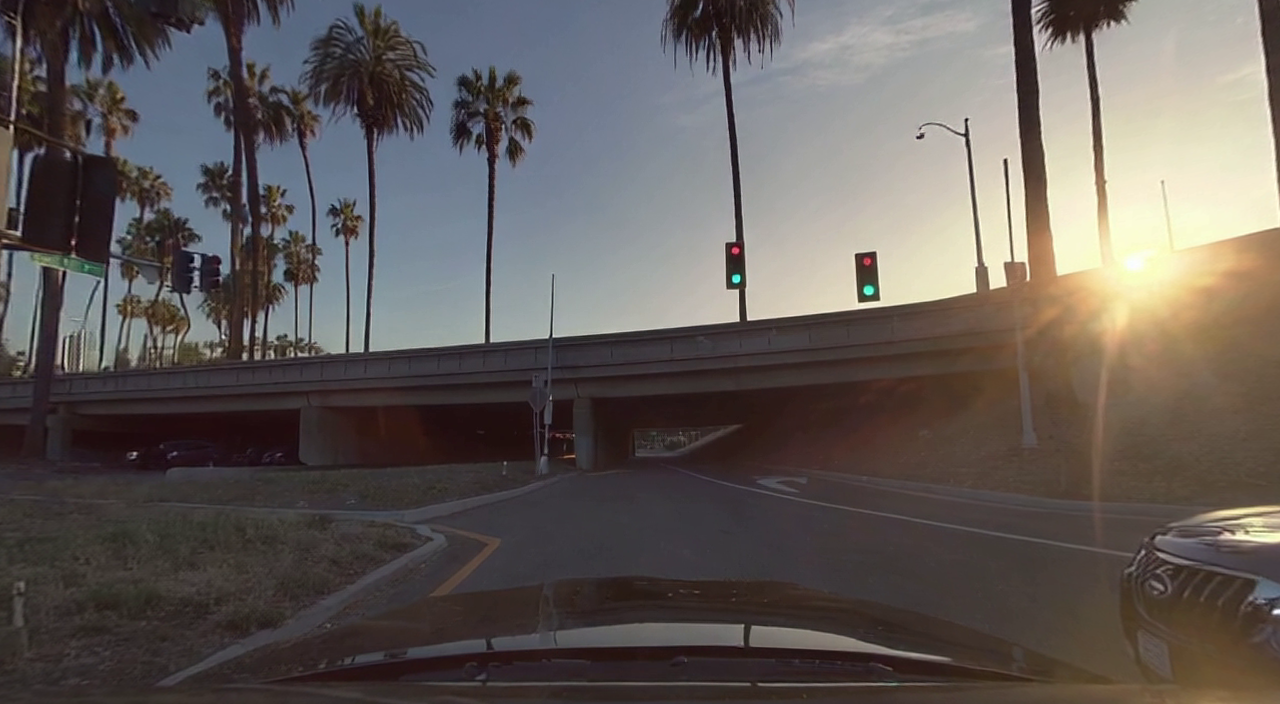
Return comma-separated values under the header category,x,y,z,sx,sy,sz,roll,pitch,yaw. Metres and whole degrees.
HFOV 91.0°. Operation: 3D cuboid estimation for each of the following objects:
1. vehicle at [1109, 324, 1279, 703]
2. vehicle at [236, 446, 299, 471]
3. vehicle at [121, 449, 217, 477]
category,x,y,z,sx,sy,sz,roll,pitch,yaw
vehicle,3.443,0.539,0.795,2.028,1.770,4.737,0,-9,0
vehicle,-26.294,7.530,44.565,1.941,1.631,4.017,0,-9,0
vehicle,-26.582,6.259,35.736,1.830,1.443,4.551,0,-9,1
